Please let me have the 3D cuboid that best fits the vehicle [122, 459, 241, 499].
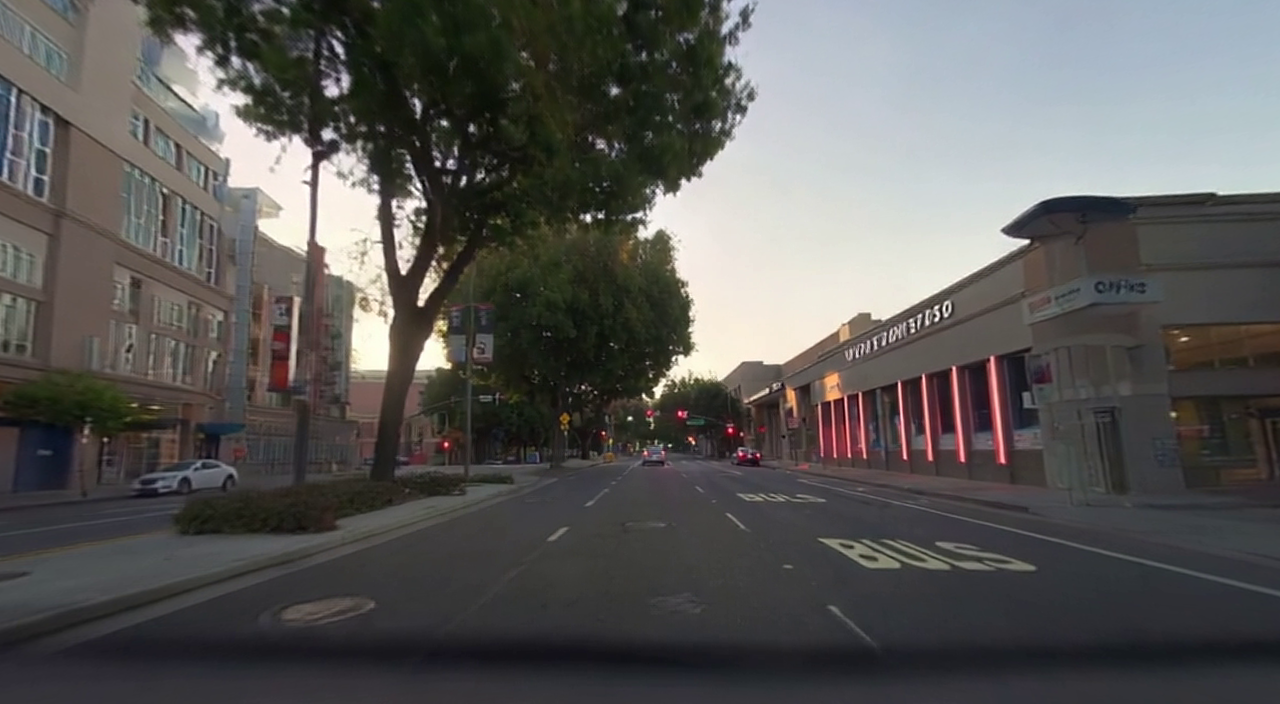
[{"bbox_3d":[-20.029,5.548,27.875,1.840,1.440,4.442,-3,-9,2],"label":"vehicle"}]
